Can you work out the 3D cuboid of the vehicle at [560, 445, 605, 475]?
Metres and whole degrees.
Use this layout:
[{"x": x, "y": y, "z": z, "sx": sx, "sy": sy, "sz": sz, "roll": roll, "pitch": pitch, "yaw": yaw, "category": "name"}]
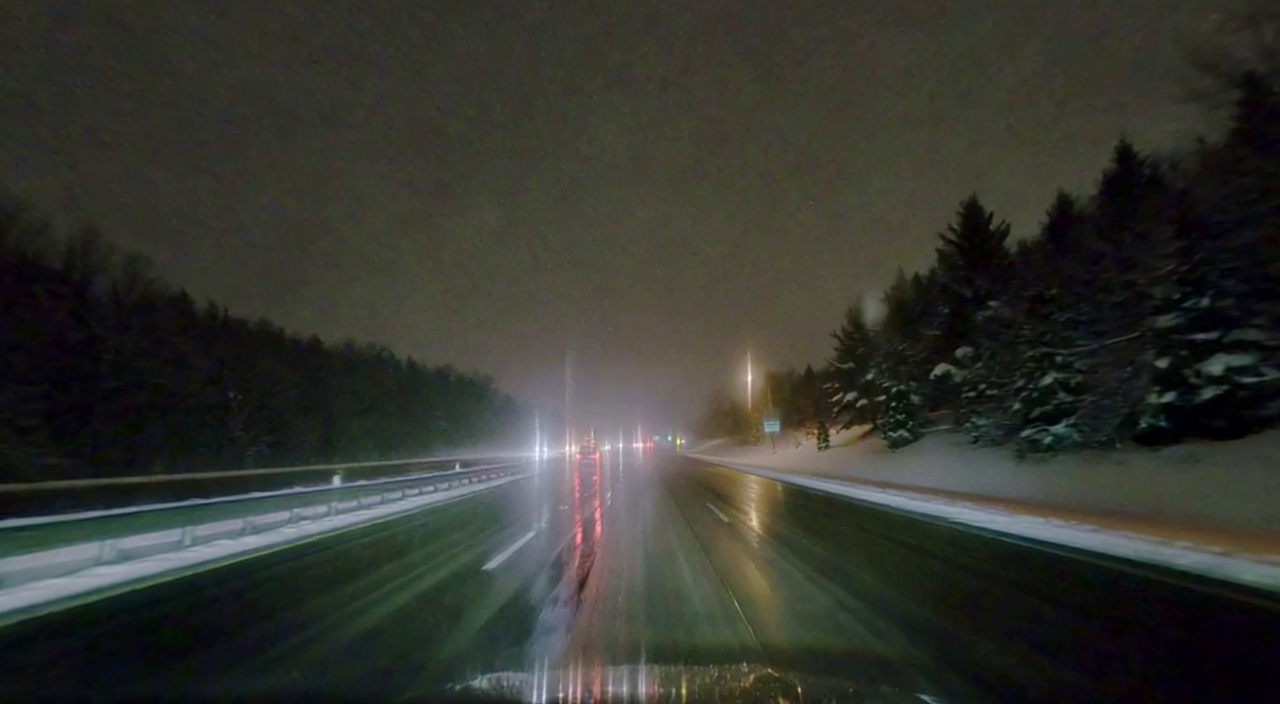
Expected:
[{"x": -3.003, "y": 5.774, "z": 33.915, "sx": 1.991, "sy": 1.473, "sz": 4.707, "roll": 0, "pitch": -9, "yaw": 0, "category": "vehicle"}]
